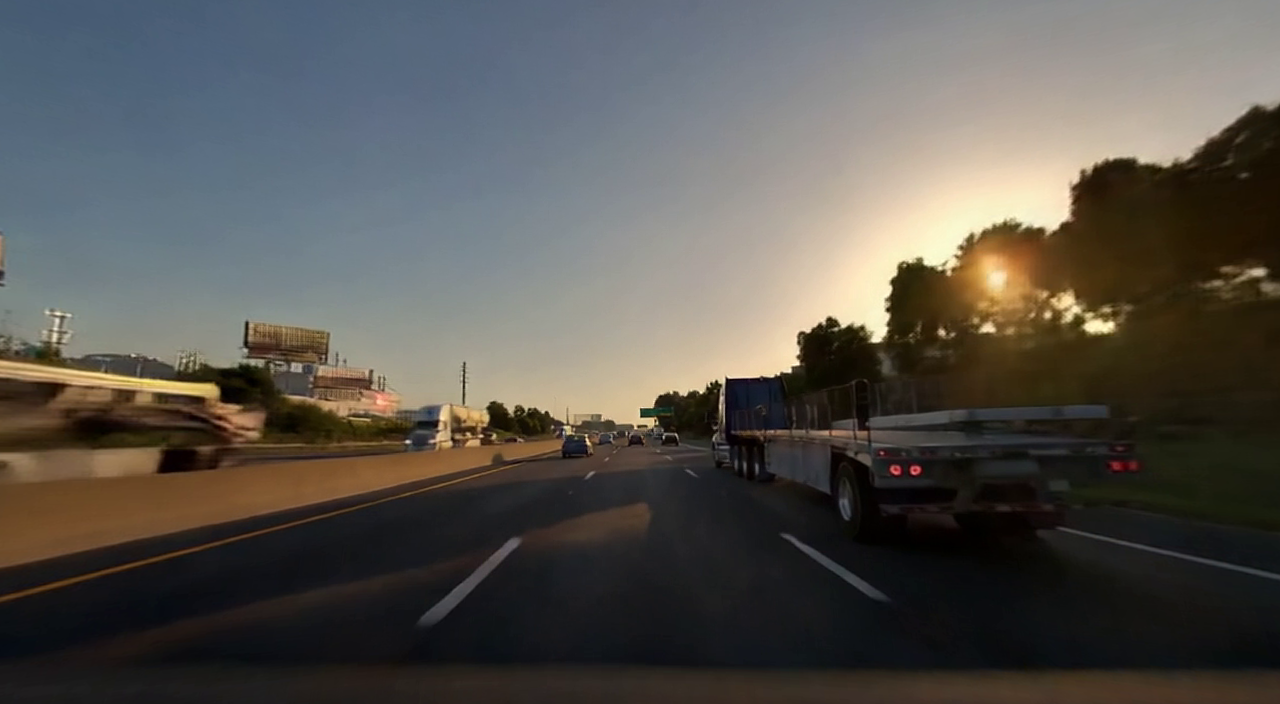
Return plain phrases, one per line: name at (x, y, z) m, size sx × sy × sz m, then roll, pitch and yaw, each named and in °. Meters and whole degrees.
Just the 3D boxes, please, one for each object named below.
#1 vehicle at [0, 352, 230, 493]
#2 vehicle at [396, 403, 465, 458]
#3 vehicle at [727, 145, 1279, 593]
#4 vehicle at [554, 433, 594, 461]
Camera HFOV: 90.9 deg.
vehicle at (-20.190, 2.516, 21.778) m, size 2.843 × 4.105 × 13.825 m, roll 0°, pitch -8°, yaw -1°
vehicle at (-15.668, 5.980, 47.656) m, size 3.132 × 3.881 × 5.928 m, roll 0°, pitch -8°, yaw -1°
vehicle at (3.944, 0.806, 10.993) m, size 2.871 × 3.815 × 11.331 m, roll 0°, pitch -8°, yaw -2°
vehicle at (-3.646, 5.322, 35.528) m, size 1.930 × 1.484 × 3.849 m, roll 0°, pitch -8°, yaw -1°
